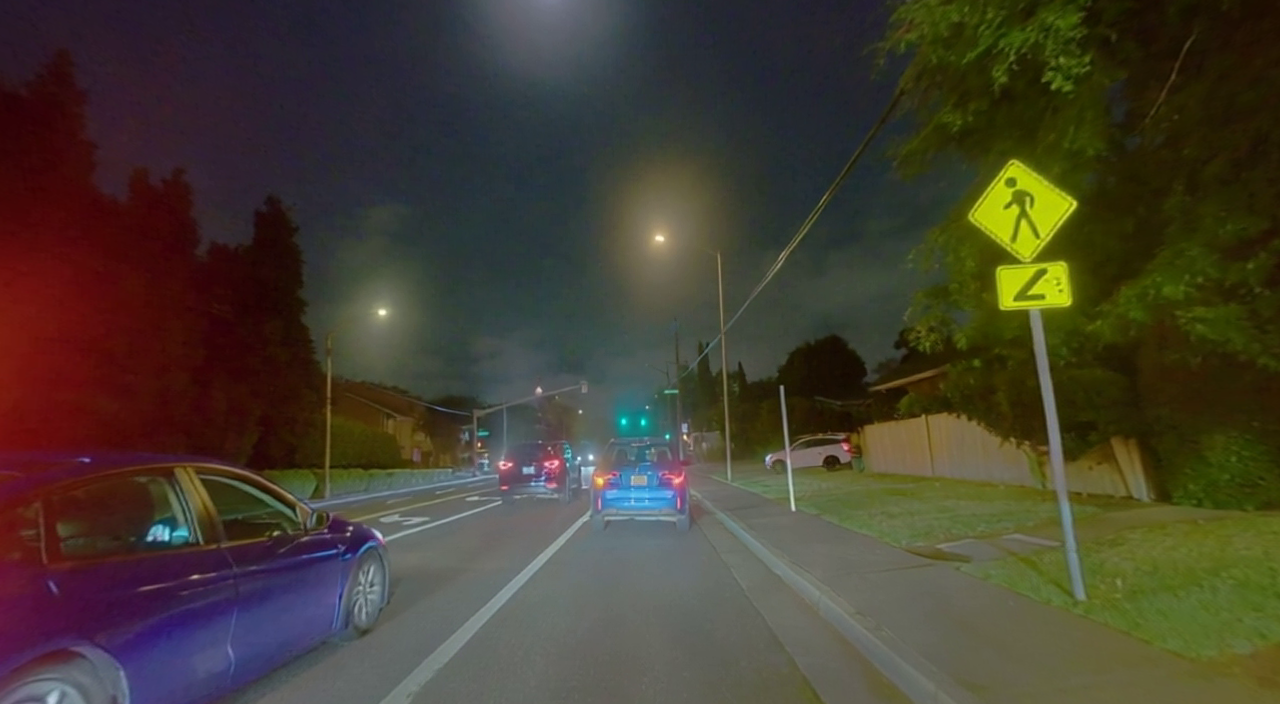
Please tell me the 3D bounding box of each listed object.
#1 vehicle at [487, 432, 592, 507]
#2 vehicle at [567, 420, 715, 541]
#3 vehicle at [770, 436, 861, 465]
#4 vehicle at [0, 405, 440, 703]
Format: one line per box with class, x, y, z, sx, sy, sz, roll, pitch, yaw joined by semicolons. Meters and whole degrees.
vehicle;-2.532;3.089;16.961;2.000;1.737;4.133;-1;-9;2
vehicle;0.071;2.154;11.068;2.120;1.718;3.909;-1;-9;2
vehicle;9.515;5.376;34.442;4.456;1.504;1.914;-1;-9;3
vehicle;-2.861;1.126;3.328;1.968;1.472;4.685;0;-9;1
